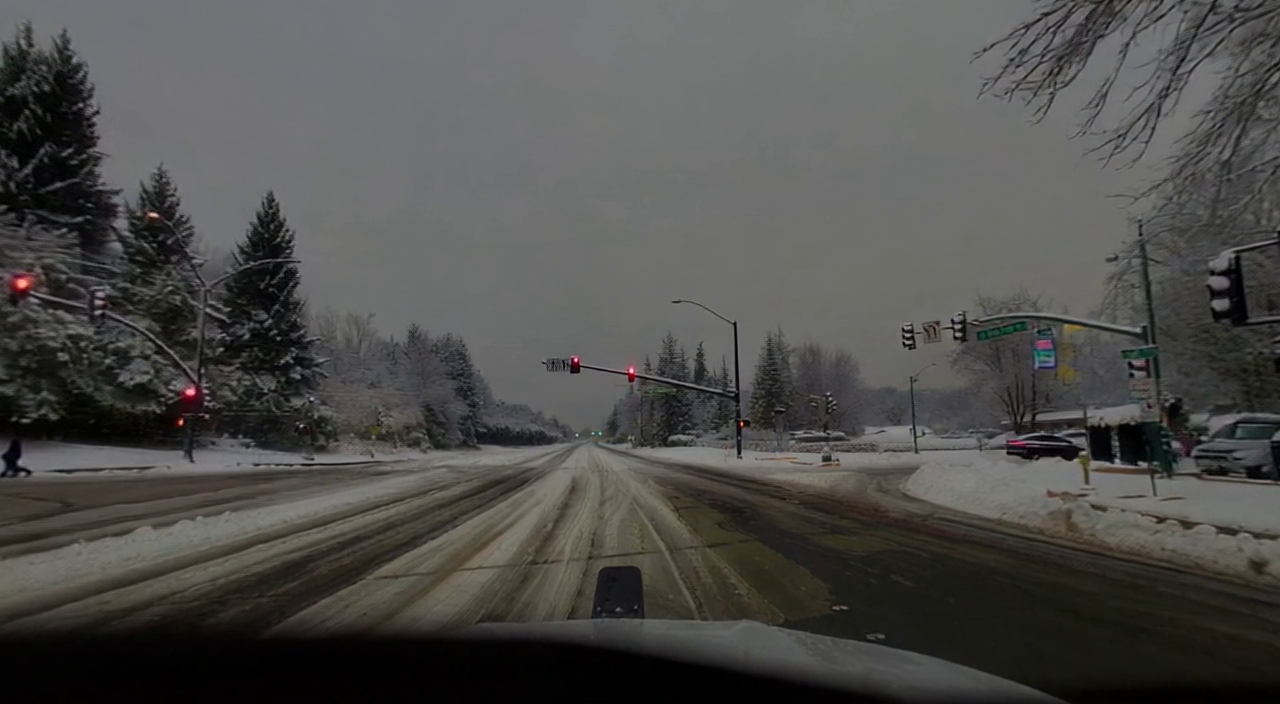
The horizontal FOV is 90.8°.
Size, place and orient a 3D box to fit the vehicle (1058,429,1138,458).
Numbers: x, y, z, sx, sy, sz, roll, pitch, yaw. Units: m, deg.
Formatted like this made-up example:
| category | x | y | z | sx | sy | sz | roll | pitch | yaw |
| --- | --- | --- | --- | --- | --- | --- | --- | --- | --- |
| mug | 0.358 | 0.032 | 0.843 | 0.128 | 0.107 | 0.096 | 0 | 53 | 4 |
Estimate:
| category | x | y | z | sx | sy | sz | roll | pitch | yaw |
| --- | --- | --- | --- | --- | --- | --- | --- | --- | --- |
| vehicle | 36.094 | 7.194 | 49.731 | 6.148 | 2.119 | 2.473 | 4 | -10 | -28 |

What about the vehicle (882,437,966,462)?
| category | x | y | z | sx | sy | sz | roll | pitch | yaw |
| --- | --- | --- | --- | --- | --- | --- | --- | --- | --- |
| vehicle | 18.711 | 6.421 | 41.624 | 5.234 | 1.549 | 1.982 | 4 | -9 | -24 |

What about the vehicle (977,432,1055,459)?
| category | x | y | z | sx | sy | sz | roll | pitch | yaw |
| --- | --- | --- | --- | --- | --- | --- | --- | --- | --- |
| vehicle | 26.961 | 6.724 | 45.269 | 5.032 | 1.828 | 2.183 | 4 | -9 | -24 |
